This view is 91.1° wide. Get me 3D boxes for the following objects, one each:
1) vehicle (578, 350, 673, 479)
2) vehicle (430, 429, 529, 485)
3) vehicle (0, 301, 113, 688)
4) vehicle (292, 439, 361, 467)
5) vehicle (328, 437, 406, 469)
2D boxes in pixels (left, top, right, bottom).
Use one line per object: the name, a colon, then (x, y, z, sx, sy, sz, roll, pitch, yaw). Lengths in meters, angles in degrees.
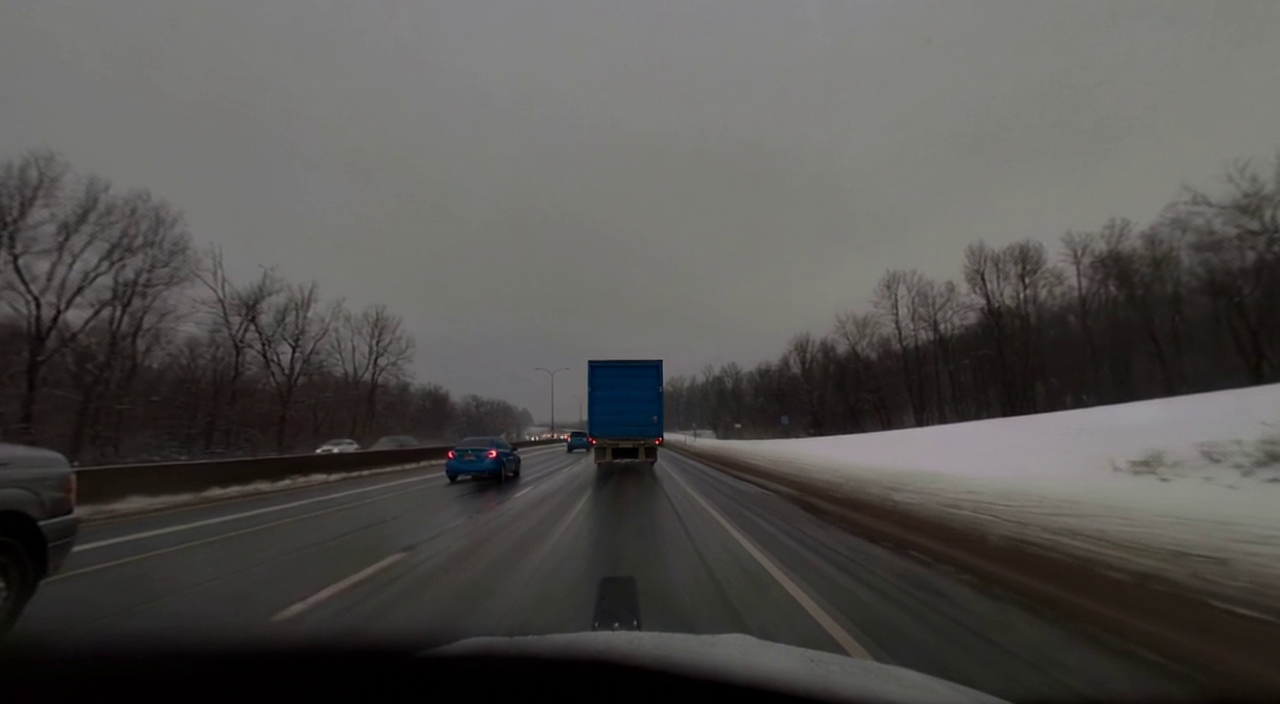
vehicle: (-0.527, 2.617, 24.857, 2.953, 4.041, 10.072, 0, -8, -1)
vehicle: (-4.843, 3.212, 19.664, 1.931, 1.539, 4.441, 0, -8, -1)
vehicle: (-4.372, 0.485, 1.365, 2.168, 1.985, 4.952, 0, -8, -1)
vehicle: (-18.238, 5.865, 36.765, 1.823, 1.500, 4.194, 0, -8, 0)
vehicle: (-14.315, 5.280, 33.308, 1.960, 1.555, 4.728, 0, -8, 1)
